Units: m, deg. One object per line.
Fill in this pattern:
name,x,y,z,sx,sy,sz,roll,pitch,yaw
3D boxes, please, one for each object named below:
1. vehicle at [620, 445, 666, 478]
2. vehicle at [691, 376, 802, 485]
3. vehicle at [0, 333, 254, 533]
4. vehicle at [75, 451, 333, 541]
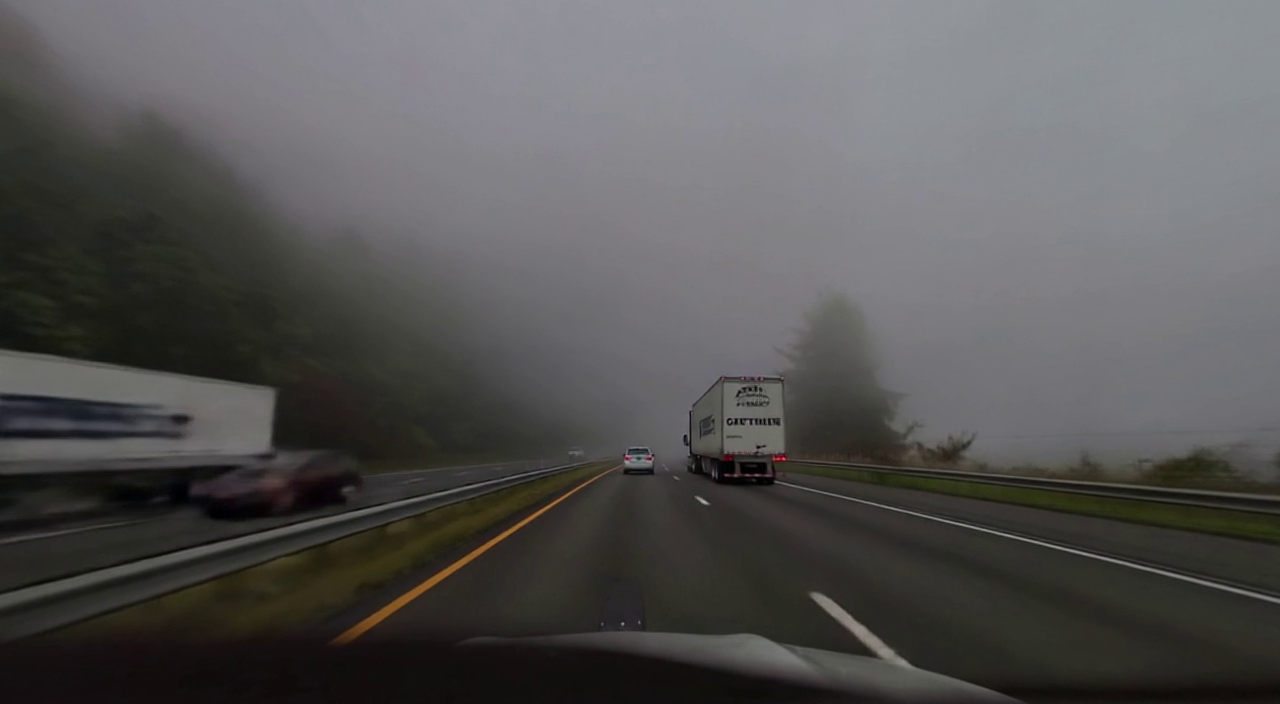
vehicle,0.139,5.210,30.204,2.074,1.475,3.960,0,-9,0
vehicle,4.572,4.059,30.905,2.909,4.074,14.457,0,-9,0
vehicle,-13.634,1.851,13.964,3.135,3.736,10.955,0,-9,0
vehicle,-8.599,2.827,13.140,1.975,1.514,4.708,0,-9,0
